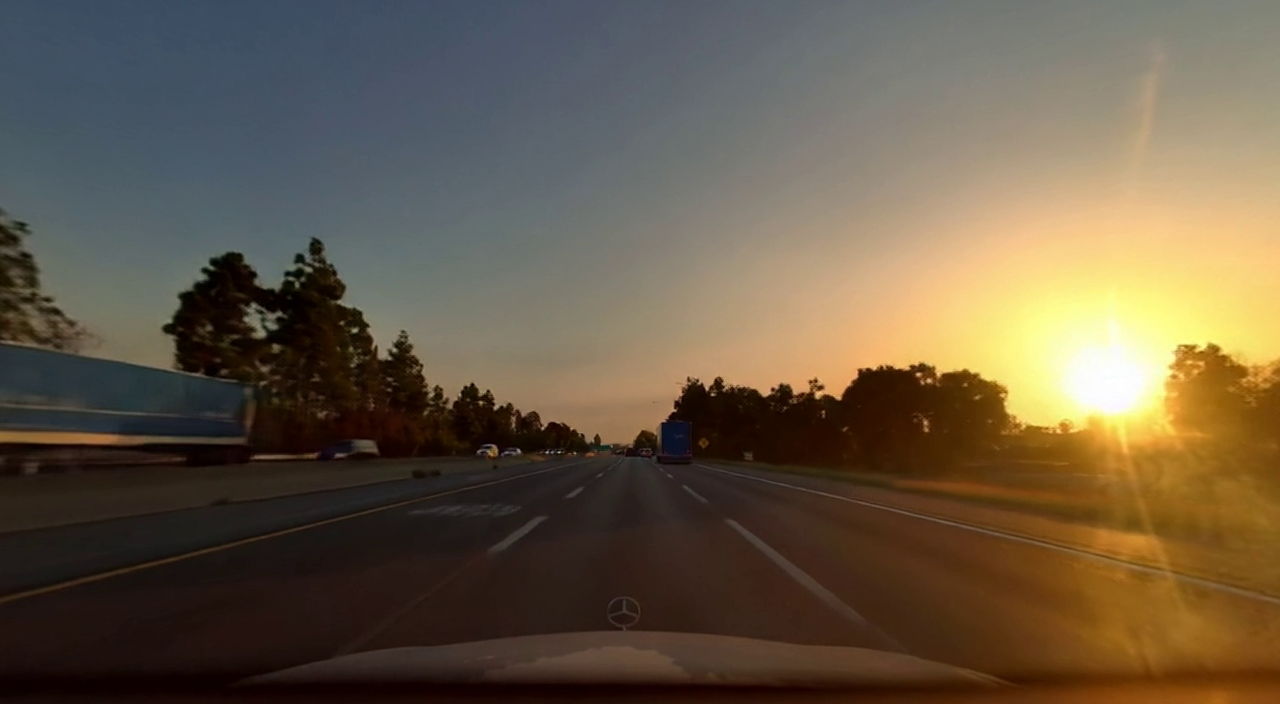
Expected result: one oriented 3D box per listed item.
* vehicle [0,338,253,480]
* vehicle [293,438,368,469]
[{"bbox_3d":[-19.994,2.409,23.031,2.891,4.057,14.014,0,-9,0],"label":"vehicle"},{"bbox_3d":[-15.777,5.206,32.315,1.836,1.465,4.012,0,-9,-1],"label":"vehicle"}]
